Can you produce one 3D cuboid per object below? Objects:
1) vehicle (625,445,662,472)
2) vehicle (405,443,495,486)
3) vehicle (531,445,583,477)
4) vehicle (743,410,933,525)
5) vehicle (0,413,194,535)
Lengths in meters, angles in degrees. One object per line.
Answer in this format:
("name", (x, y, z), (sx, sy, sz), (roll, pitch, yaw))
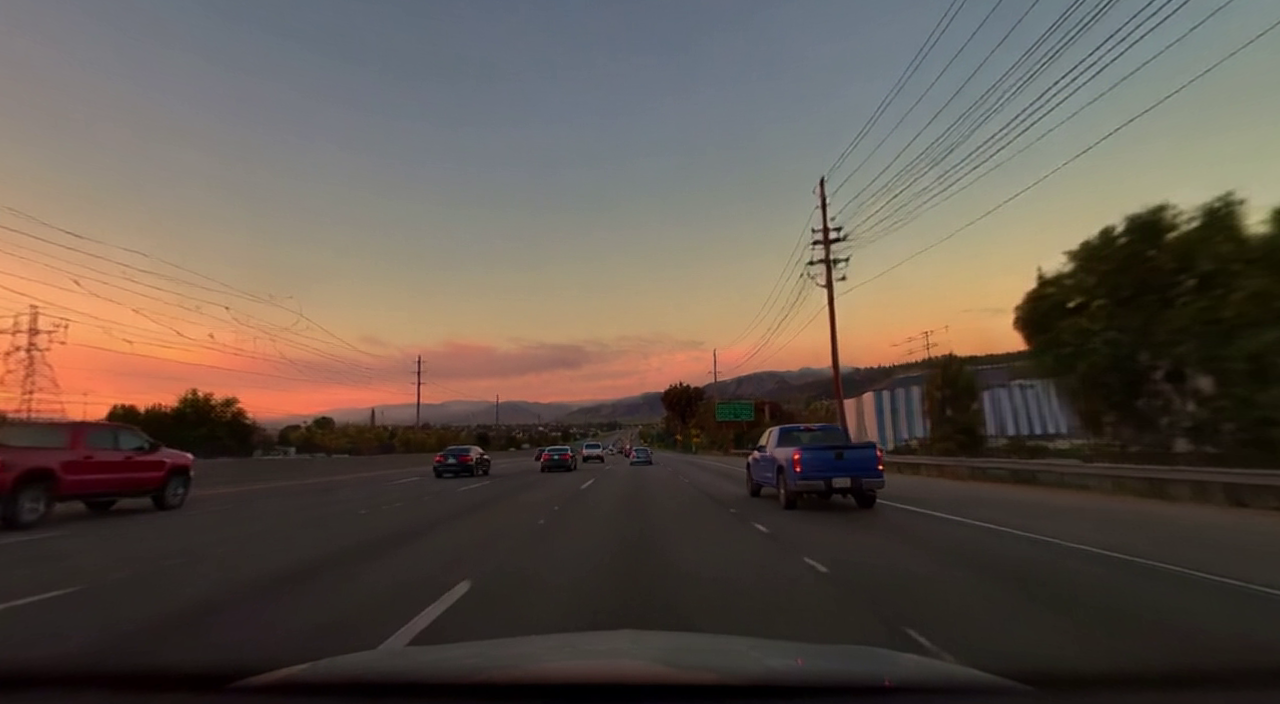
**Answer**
("vehicle", (0.178, 6.139, 36.669), (2.030, 1.471, 4.115), (0, -9, 0))
("vehicle", (-7.154, 4.263, 24.331), (1.959, 1.496, 4.740), (0, -9, 0))
("vehicle", (-3.913, 5.210, 30.451), (1.938, 1.444, 4.206), (0, -9, 0))
("vehicle", (3.750, 2.319, 13.255), (2.231, 1.919, 5.086), (0, -9, -1))
("vehicle", (-11.121, 2.079, 11.030), (2.317, 1.881, 5.903), (0, -9, 0))
